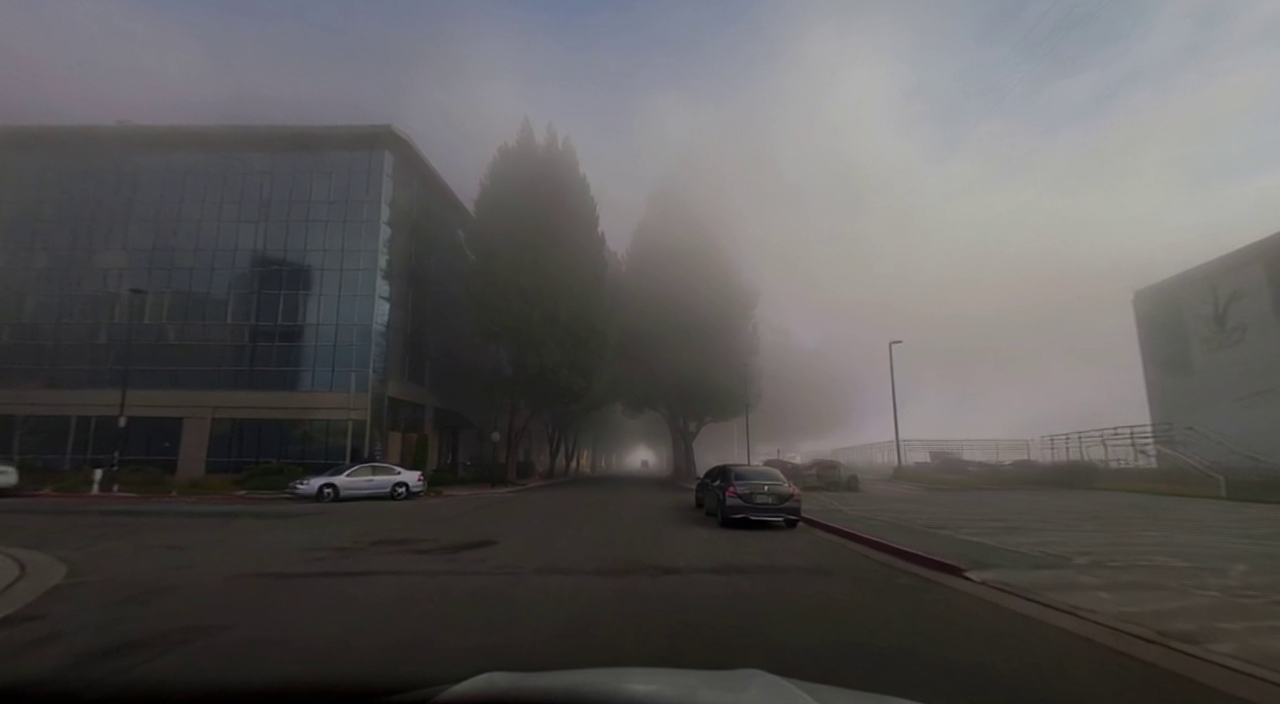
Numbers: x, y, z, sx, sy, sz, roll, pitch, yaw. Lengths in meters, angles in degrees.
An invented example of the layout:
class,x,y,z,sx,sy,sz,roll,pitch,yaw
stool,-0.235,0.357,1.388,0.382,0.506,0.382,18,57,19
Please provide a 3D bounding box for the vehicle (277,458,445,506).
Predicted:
class,x,y,z,sx,sy,sz,roll,pitch,yaw
vehicle,-9.392,4.399,21.476,4.770,1.448,1.983,9,-14,-39

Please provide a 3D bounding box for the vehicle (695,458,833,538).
class,x,y,z,sx,sy,sz,roll,pitch,yaw
vehicle,2.471,3.075,13.675,2.073,1.434,3.899,1,-11,-2
